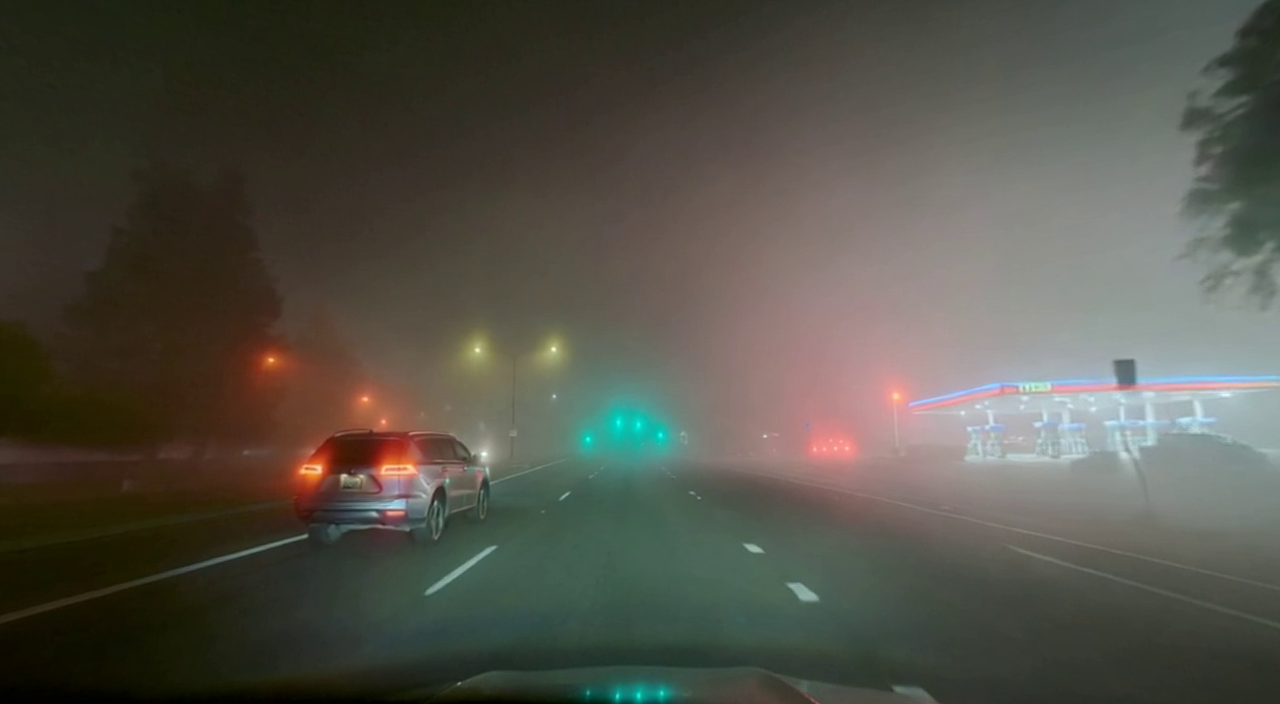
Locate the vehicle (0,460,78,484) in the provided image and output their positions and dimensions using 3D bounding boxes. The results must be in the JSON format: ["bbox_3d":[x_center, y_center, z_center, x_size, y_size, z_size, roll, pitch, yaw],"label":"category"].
[{"bbox_3d":[-39.220,7.741,40.855,1.622,1.345,4.259,-1,-8,-1],"label":"vehicle"}]

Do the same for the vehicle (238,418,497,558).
[{"bbox_3d":[-3.799,1.975,9.942,2.039,1.656,4.710,0,-8,-1],"label":"vehicle"}]

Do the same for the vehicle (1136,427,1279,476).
[{"bbox_3d":[18.665,3.136,19.856,4.398,1.457,1.806,-1,-8,2],"label":"vehicle"}]
